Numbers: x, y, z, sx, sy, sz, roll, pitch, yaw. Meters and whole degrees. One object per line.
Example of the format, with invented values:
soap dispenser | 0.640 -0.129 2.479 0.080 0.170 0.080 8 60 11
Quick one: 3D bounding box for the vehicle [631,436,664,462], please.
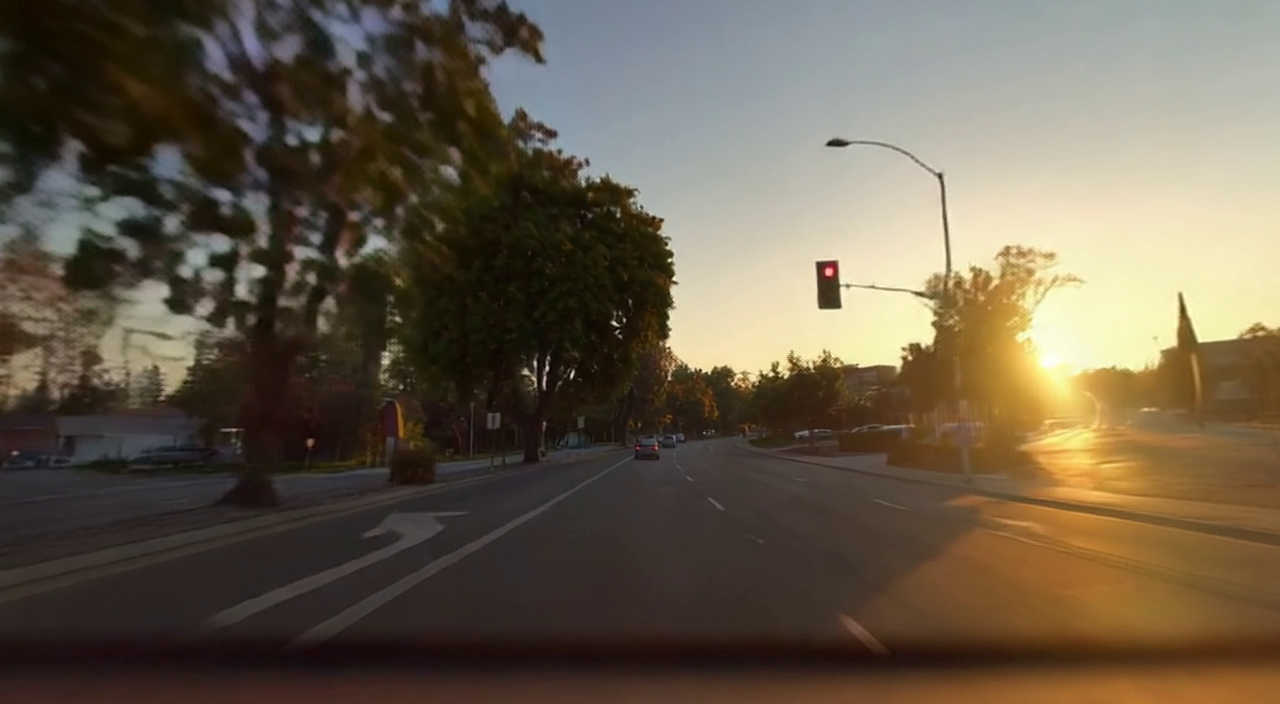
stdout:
vehicle | 0.528 6.392 41.729 2.037 1.568 3.693 -1 -8 2
